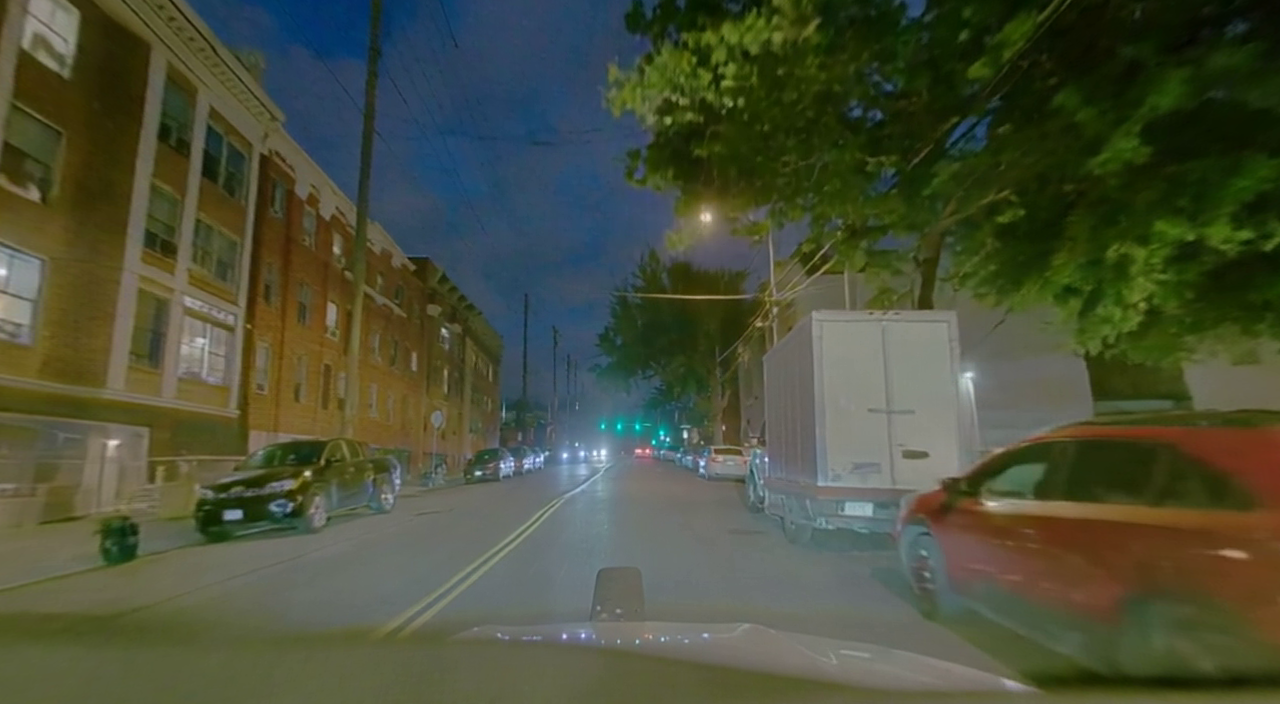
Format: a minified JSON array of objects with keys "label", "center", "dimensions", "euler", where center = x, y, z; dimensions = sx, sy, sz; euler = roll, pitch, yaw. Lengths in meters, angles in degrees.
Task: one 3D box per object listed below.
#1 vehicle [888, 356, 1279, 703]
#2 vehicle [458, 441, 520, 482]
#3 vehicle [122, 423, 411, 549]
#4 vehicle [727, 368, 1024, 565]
[{"label":"vehicle","center":[3.111,1.024,3.294],"dimensions":[1.896,1.675,4.000],"euler":[0,-8,-1]},{"label":"vehicle","center":[-6.959,5.059,29.584],"dimensions":[1.930,1.756,4.955],"euler":[0,-8,-3]},{"label":"vehicle","center":[-6.737,2.461,12.516],"dimensions":[2.259,1.899,5.643],"euler":[0,-8,0]},{"label":"vehicle","center":[3.075,1.712,10.118],"dimensions":[2.480,2.230,5.704],"euler":[0,-8,-1]}]
